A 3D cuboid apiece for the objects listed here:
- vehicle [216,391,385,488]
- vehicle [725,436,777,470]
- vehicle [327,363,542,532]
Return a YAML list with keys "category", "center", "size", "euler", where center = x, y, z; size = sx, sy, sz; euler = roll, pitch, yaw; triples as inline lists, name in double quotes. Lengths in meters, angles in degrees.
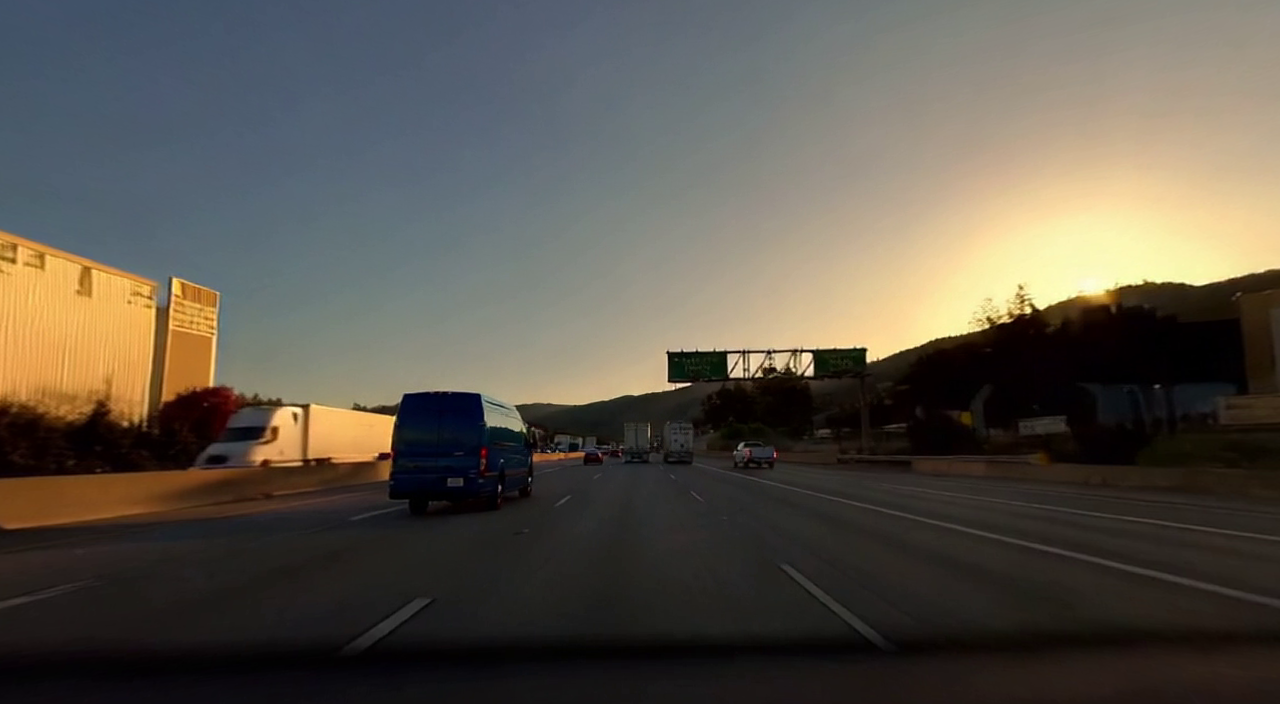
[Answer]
- category: "vehicle"
  center: [-16.238, 4.397, 31.424]
  size: [3.117, 4.010, 9.274]
  euler: [-1, -9, 1]
- category: "vehicle"
  center: [6.912, 6.384, 40.168]
  size: [2.216, 1.918, 5.742]
  euler: [0, -9, 0]
- category: "vehicle"
  center: [-3.993, 2.108, 14.146]
  size: [2.557, 2.855, 6.674]
  euler: [0, -9, 0]
